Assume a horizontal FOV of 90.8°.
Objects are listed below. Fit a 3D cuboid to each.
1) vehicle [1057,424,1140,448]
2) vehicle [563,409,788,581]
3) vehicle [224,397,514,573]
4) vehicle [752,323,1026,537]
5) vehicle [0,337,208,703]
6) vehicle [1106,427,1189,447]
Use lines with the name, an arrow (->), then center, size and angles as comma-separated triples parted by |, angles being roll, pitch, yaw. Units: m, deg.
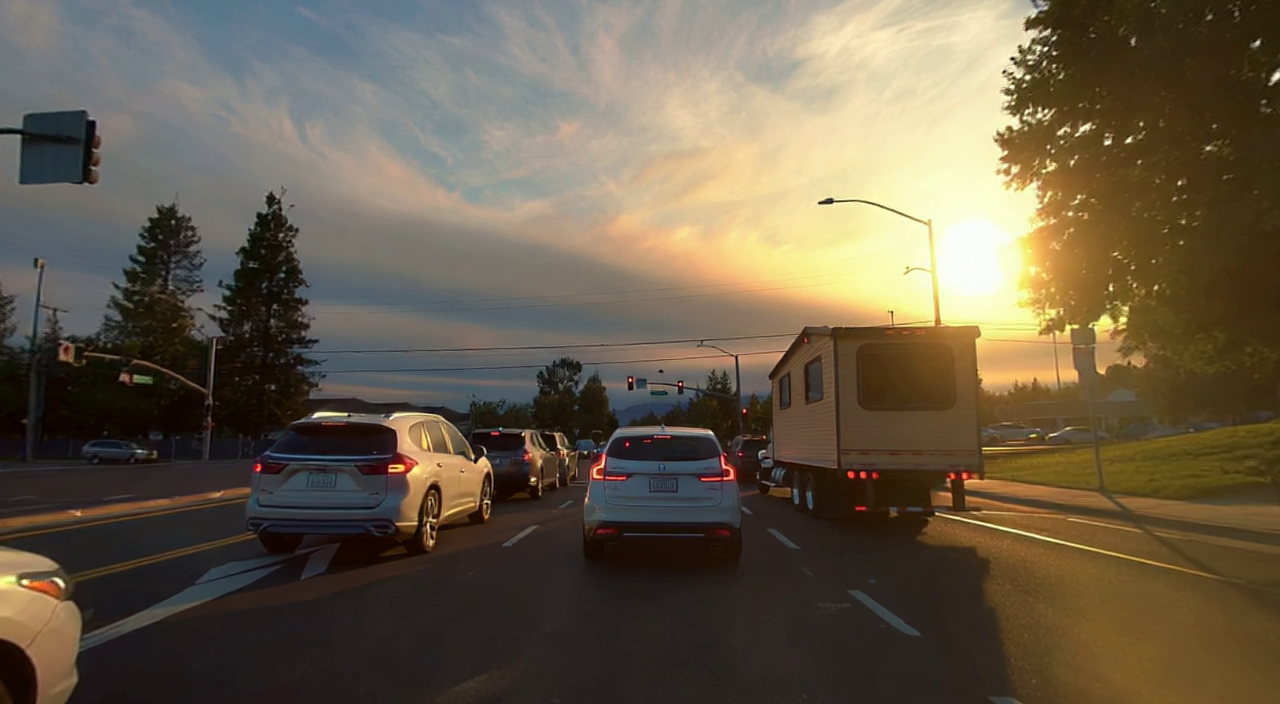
vehicle -> 33.165, 6.134, 45.881 | 4.671, 1.595, 1.824 | -6, -10, 31
vehicle -> 0.358, 1.711, 8.320 | 2.189, 1.649, 4.171 | 0, -9, 0
vehicle -> -3.267, 1.714, 8.850 | 2.085, 1.812, 4.388 | 0, -9, 0
vehicle -> 3.691, 1.403, 11.016 | 2.531, 2.750, 5.595 | 0, -9, 1
vehicle -> -3.432, 0.676, 1.477 | 1.952, 1.730, 4.116 | 0, -9, -1
vehicle -> 37.825, 6.389, 47.210 | 4.553, 1.434, 1.650 | -5, -10, 29
